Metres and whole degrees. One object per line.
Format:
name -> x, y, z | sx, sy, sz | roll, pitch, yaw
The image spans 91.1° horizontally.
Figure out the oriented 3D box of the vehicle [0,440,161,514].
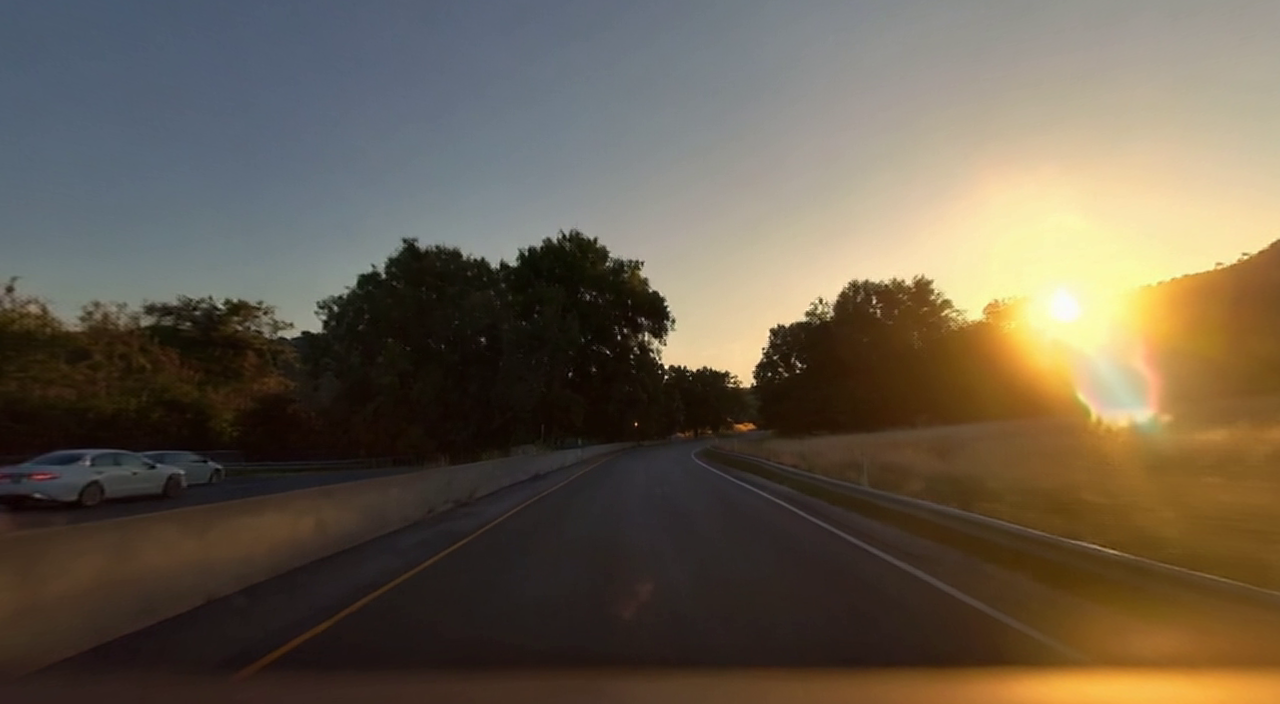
vehicle -> -14.169, 2.952, 15.248 | 1.895, 1.451, 4.168 | -3, -7, -1
